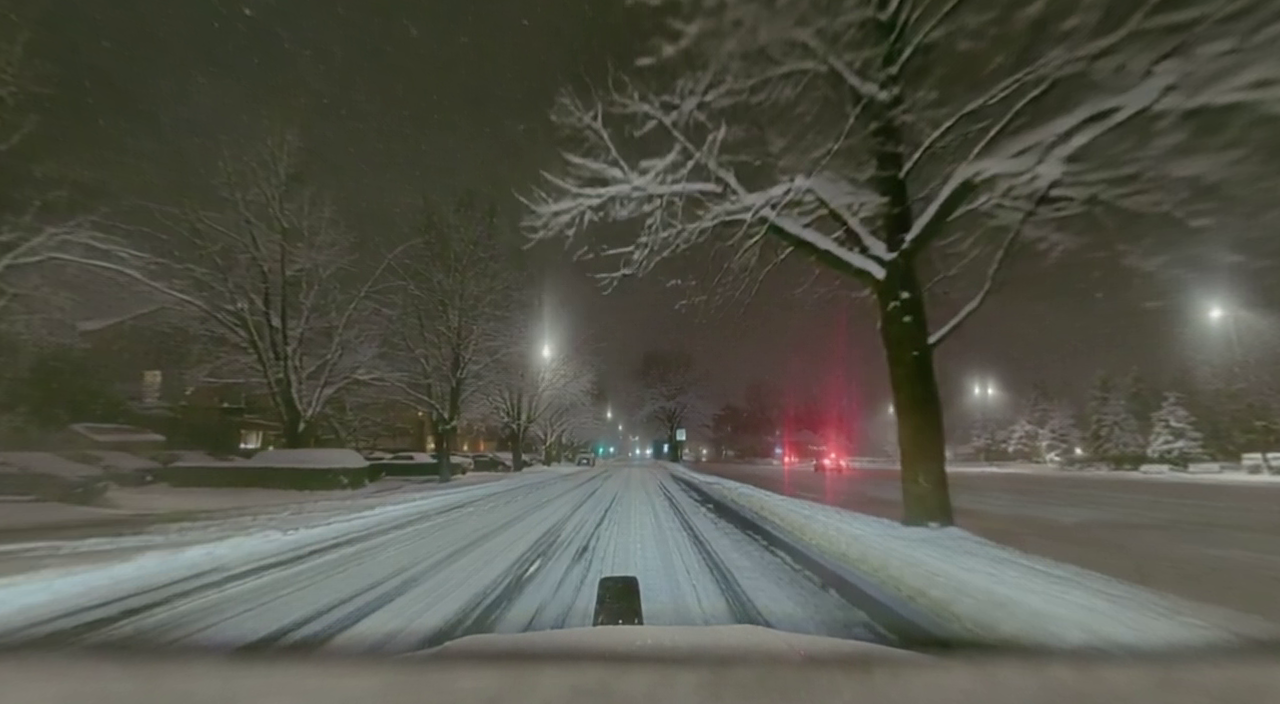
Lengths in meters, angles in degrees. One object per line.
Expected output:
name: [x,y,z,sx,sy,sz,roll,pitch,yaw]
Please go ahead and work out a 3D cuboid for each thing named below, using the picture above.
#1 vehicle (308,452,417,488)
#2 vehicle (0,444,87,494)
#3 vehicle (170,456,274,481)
vehicle: [-13.737,5.843,31.342,4.422,1.694,2.026,0,-9,1]
vehicle: [-26.321,4.791,25.977,4.615,1.930,2.381,0,-9,-2]
vehicle: [-26.697,7.451,40.321,5.024,1.494,2.242,0,-9,1]
